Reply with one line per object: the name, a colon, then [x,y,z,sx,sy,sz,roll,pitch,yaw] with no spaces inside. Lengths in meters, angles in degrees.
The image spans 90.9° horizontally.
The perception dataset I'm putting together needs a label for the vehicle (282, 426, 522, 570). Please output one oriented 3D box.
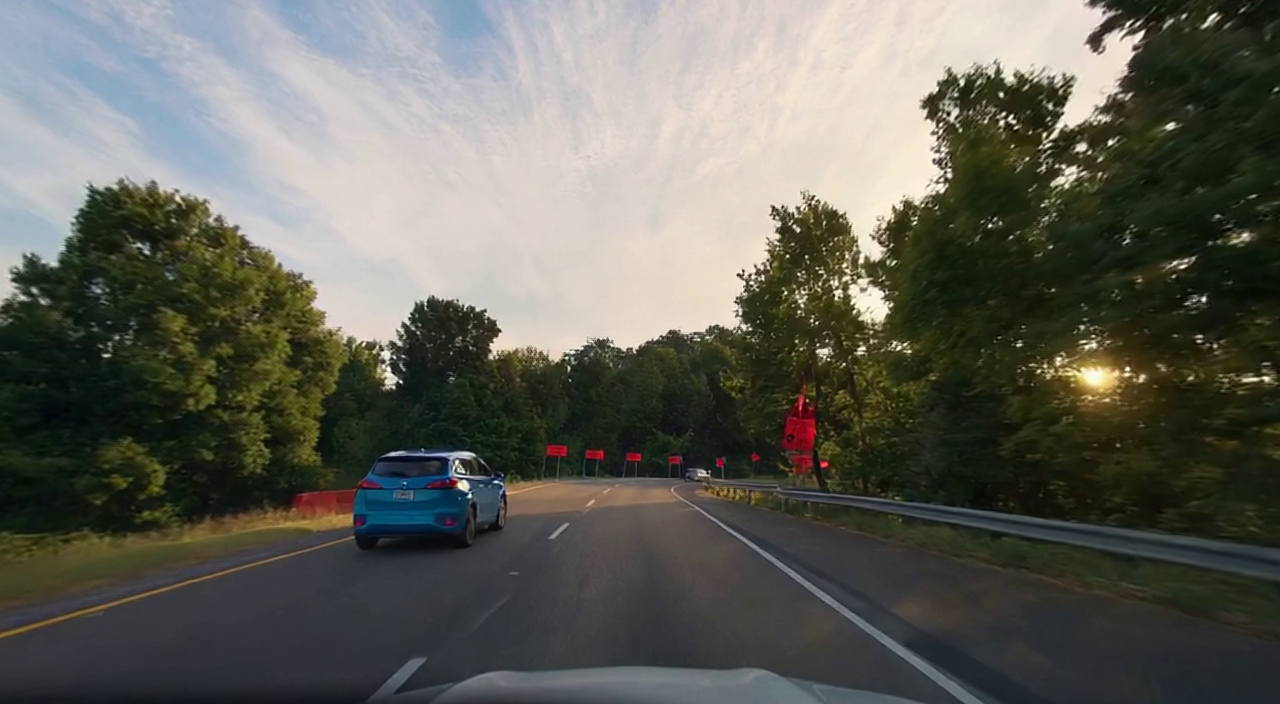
vehicle: [-3.286,2.165,9.884,1.997,1.692,4.422,1,-10,0]
